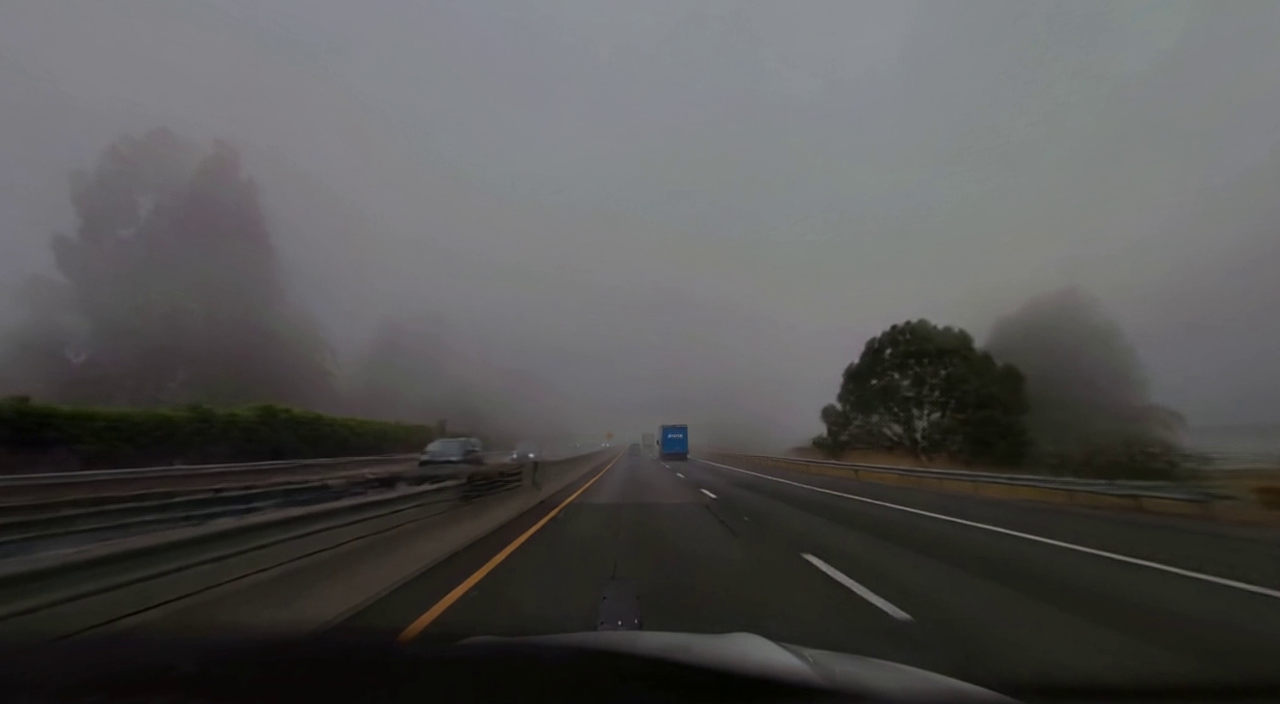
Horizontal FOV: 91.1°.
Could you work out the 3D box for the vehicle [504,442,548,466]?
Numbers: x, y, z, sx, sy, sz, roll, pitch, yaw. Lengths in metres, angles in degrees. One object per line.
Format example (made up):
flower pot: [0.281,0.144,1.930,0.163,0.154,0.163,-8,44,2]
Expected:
vehicle: [-7.296,6.584,40.694,1.904,1.463,4.630,0,-9,1]

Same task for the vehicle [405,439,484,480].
vehicle: [-7.825,4.336,25.592,1.879,1.486,4.259,0,-9,0]
